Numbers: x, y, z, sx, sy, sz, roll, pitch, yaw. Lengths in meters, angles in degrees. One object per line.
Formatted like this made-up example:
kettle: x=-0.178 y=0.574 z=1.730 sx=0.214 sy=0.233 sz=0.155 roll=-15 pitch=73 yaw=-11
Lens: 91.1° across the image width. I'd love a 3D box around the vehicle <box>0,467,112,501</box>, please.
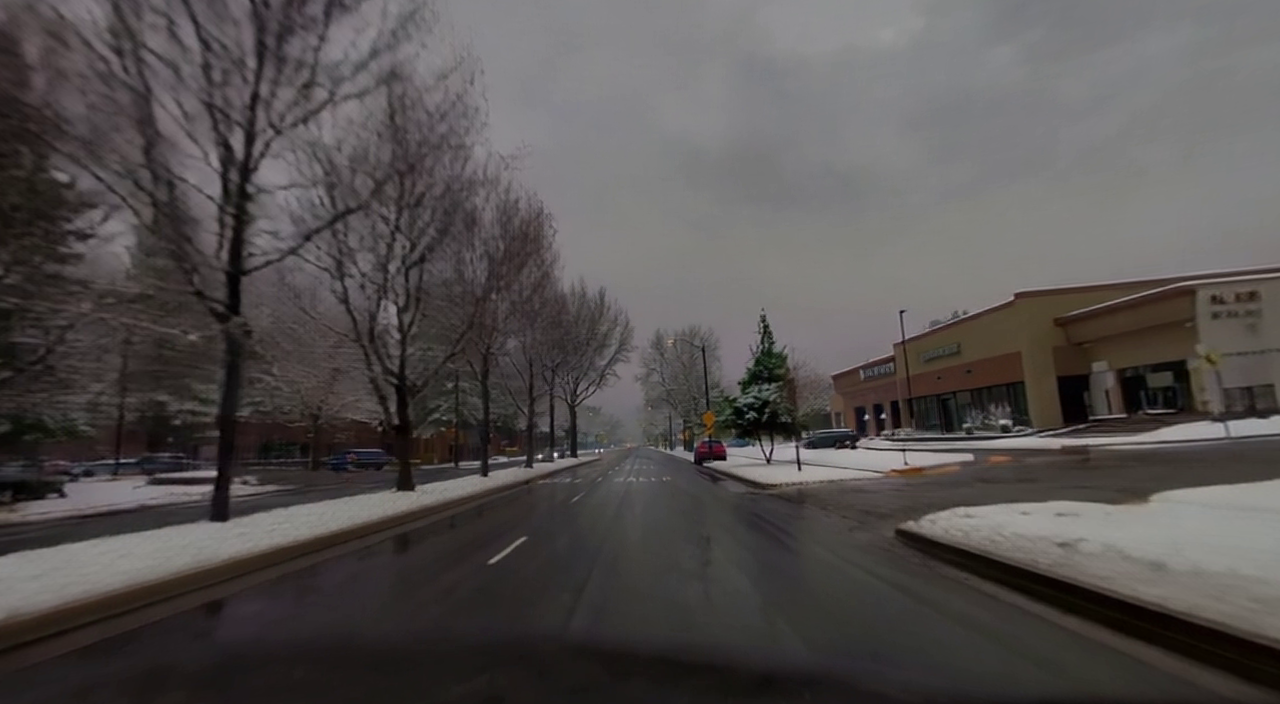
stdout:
vehicle: x=-27.798 y=6.239 z=29.791 sx=3.844 sy=1.448 sz=1.746 roll=0 pitch=-8 yaw=1
